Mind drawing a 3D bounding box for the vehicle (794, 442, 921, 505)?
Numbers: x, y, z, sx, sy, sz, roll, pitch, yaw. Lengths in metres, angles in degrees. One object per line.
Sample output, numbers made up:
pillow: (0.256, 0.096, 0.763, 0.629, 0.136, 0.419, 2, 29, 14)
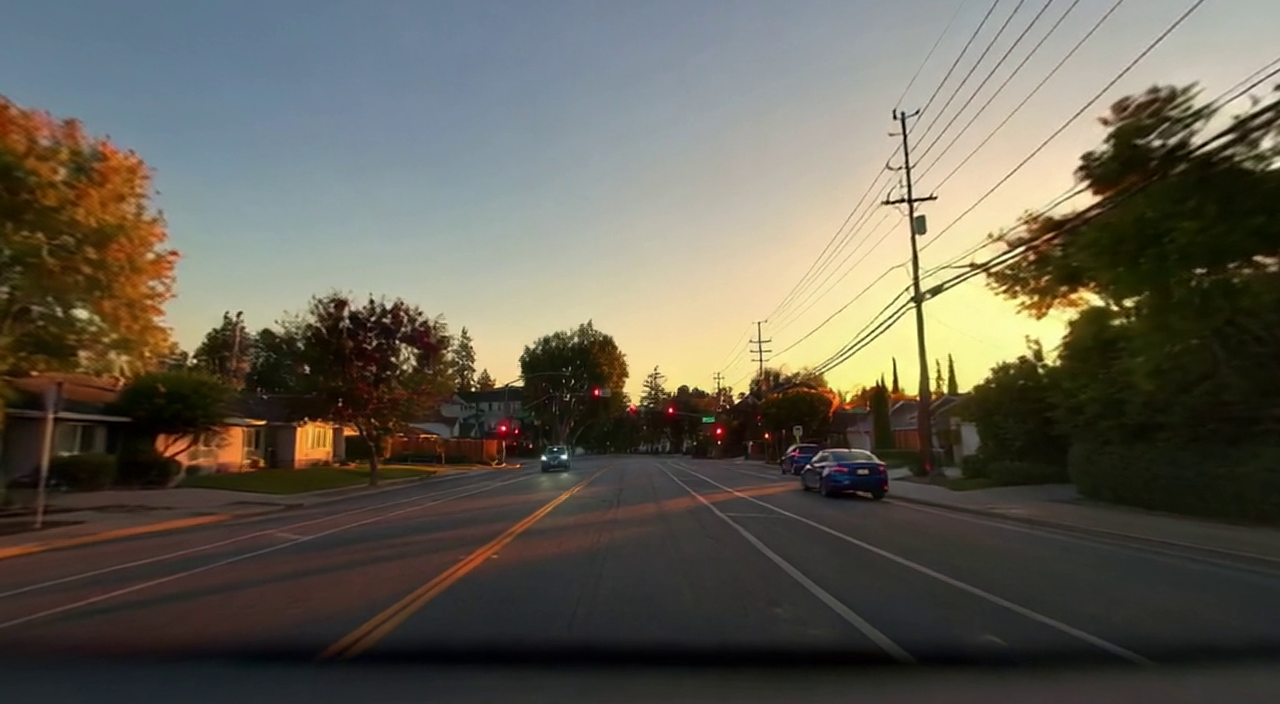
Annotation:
vehicle: (5.773, 3.253, 17.373, 2.040, 1.475, 4.389, -1, -9, 2)

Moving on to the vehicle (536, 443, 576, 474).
vehicle: (-5.189, 6.667, 39.592, 2.012, 1.778, 4.990, 0, -9, -2)
